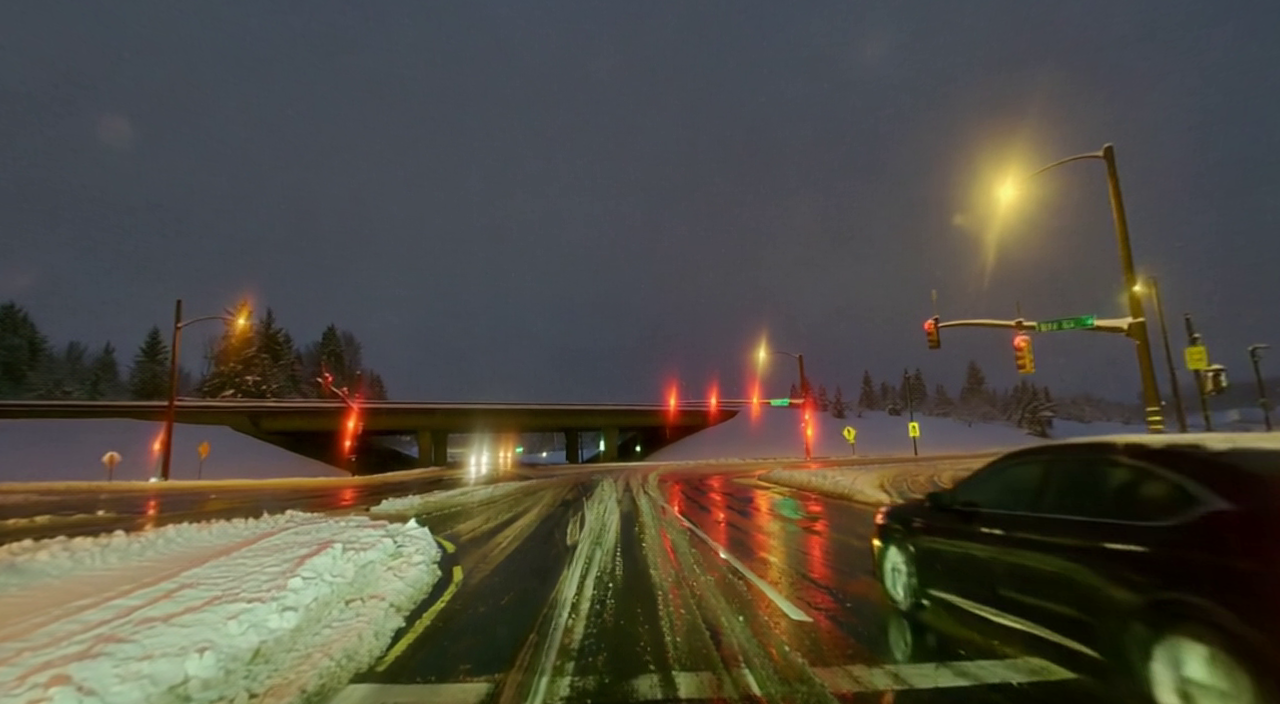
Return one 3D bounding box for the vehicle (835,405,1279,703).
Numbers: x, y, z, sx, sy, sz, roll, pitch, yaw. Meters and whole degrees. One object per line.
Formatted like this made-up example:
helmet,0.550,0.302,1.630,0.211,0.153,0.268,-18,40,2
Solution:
vehicle,2.857,1.159,3.794,1.909,1.425,4.521,0,-8,0
